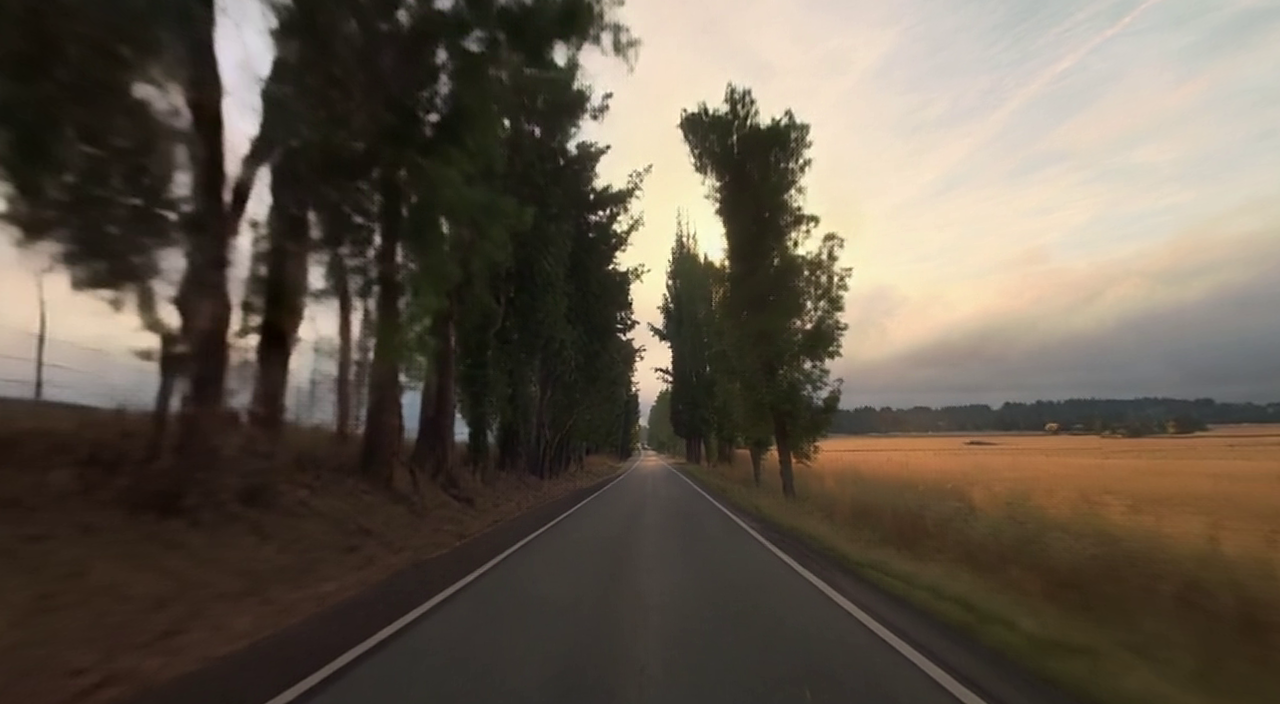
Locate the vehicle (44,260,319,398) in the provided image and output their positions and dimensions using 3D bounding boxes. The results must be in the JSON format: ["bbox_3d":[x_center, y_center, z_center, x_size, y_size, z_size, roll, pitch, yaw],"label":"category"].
[{"bbox_3d":[-25.687,-0.564,37.838,3.314,4.163,16.558,0,-13,3],"label":"vehicle"}]

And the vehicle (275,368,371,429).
[{"bbox_3d":[-24.311,3.532,49.059,3.022,4.324,8.607,0,-3,0],"label":"vehicle"}]
